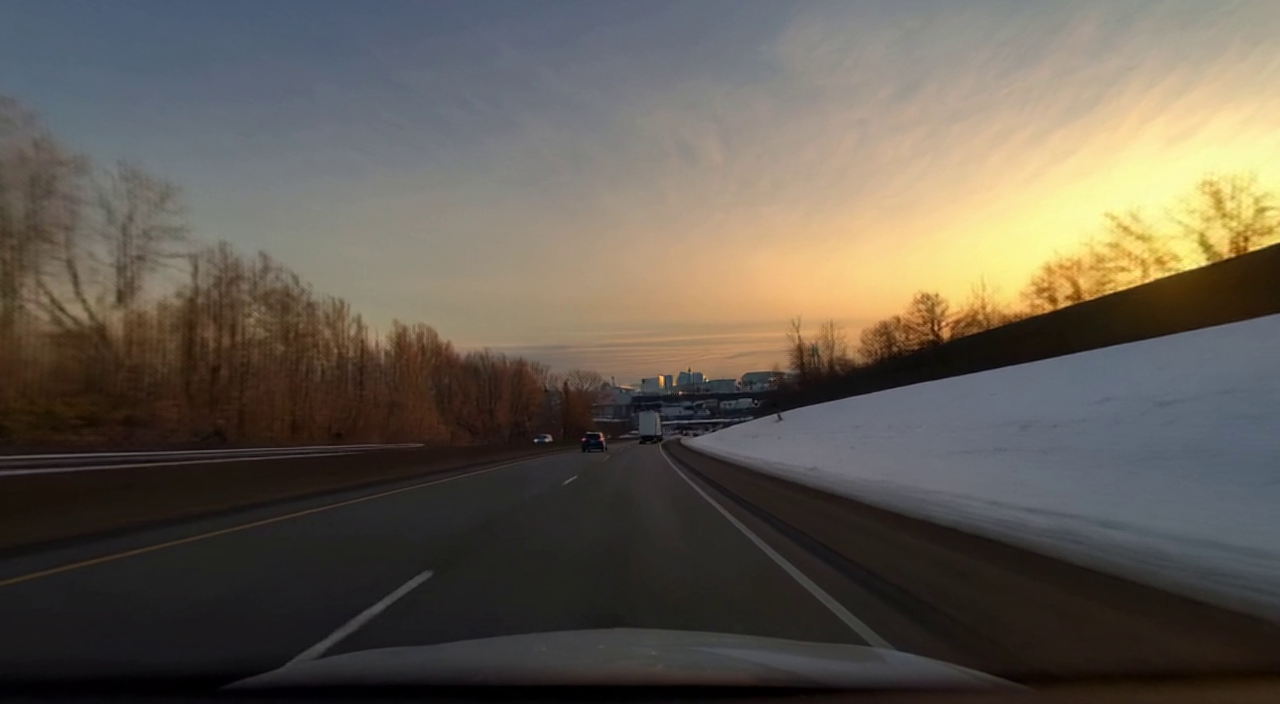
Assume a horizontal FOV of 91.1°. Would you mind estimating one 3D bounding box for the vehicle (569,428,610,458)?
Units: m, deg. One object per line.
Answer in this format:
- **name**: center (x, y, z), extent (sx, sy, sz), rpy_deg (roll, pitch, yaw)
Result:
- **vehicle**: center (-2.925, 5.361, 37.241), extent (2.018, 1.678, 4.312), rpy_deg (0, -8, 1)
